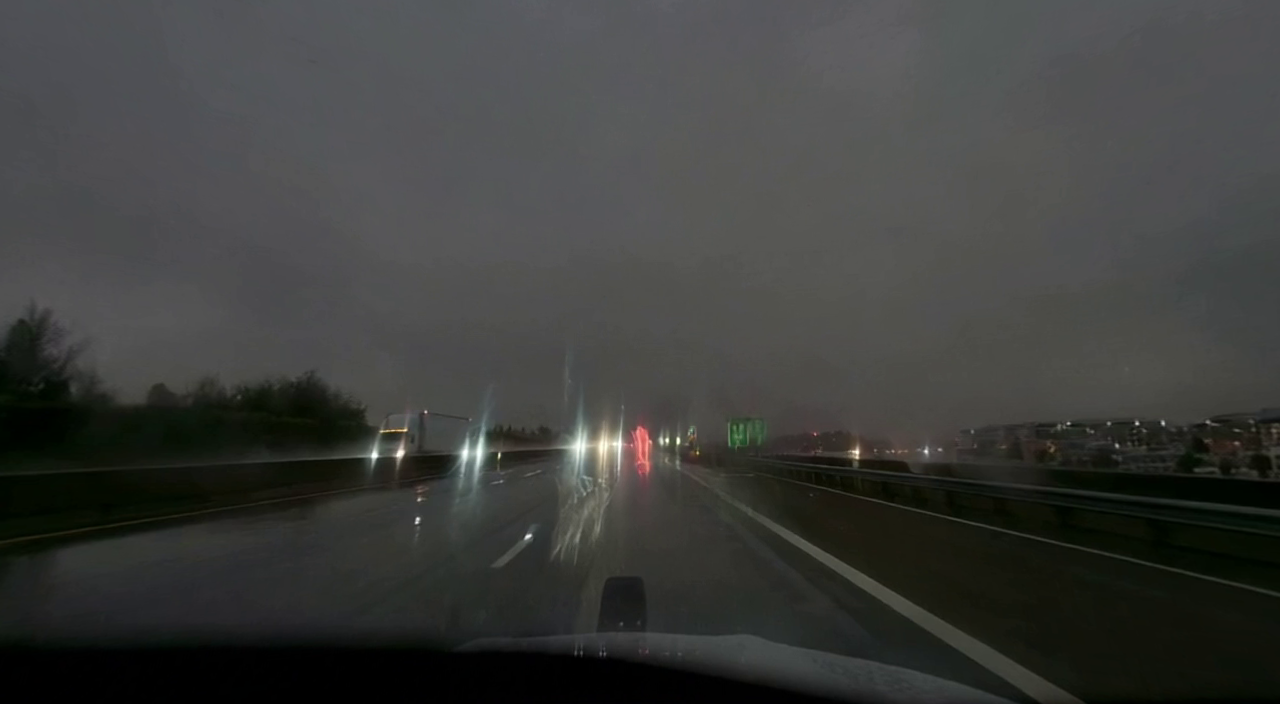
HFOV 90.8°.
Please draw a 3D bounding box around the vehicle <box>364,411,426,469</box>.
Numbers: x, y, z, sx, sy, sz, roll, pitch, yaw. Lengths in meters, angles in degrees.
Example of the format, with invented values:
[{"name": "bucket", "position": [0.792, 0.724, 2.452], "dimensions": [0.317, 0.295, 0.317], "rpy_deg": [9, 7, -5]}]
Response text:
[{"name": "vehicle", "position": [-18.482, 6.678, 47.757], "dimensions": [3.251, 4.162, 3.126], "rpy_deg": [0, -9, 1]}]
